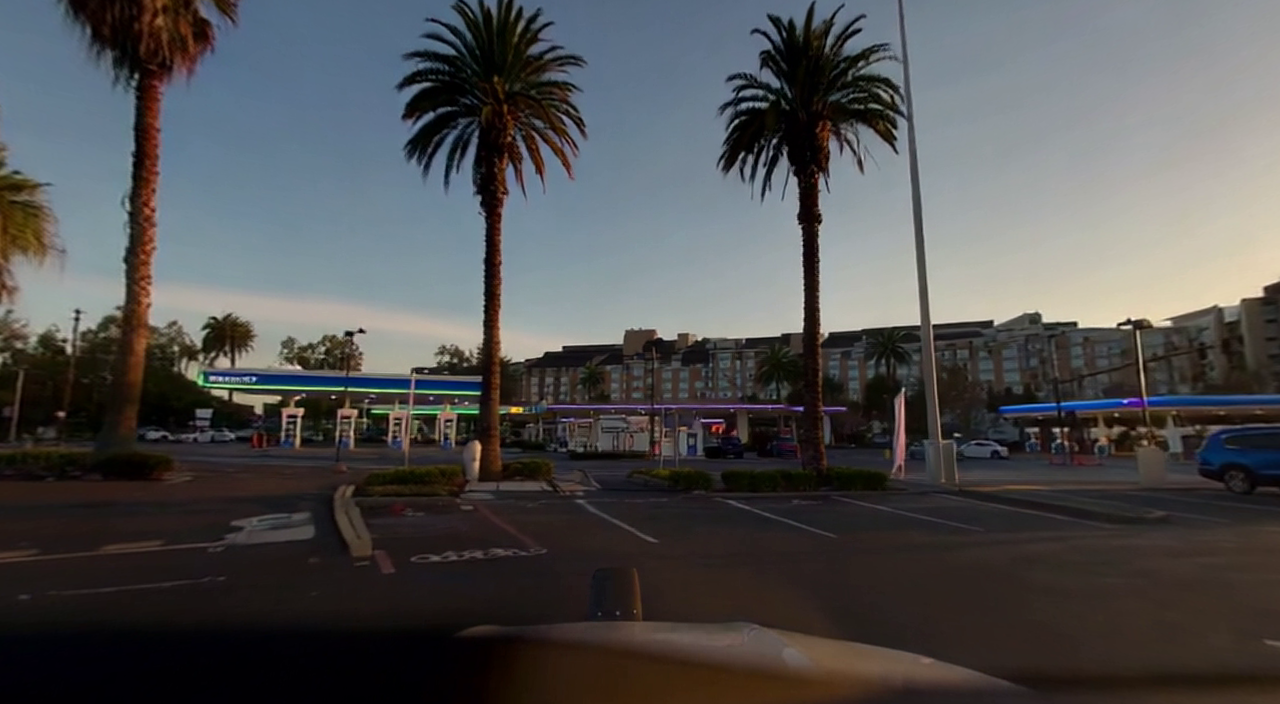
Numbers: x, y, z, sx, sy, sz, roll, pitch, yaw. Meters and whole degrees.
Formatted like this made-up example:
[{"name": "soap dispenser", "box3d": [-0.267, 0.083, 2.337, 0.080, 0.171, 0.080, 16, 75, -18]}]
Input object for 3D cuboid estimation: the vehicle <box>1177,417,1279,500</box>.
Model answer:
[{"name": "vehicle", "box3d": [15.434, 2.413, 14.329, 2.028, 1.850, 4.731, 1, -8, -6]}]
